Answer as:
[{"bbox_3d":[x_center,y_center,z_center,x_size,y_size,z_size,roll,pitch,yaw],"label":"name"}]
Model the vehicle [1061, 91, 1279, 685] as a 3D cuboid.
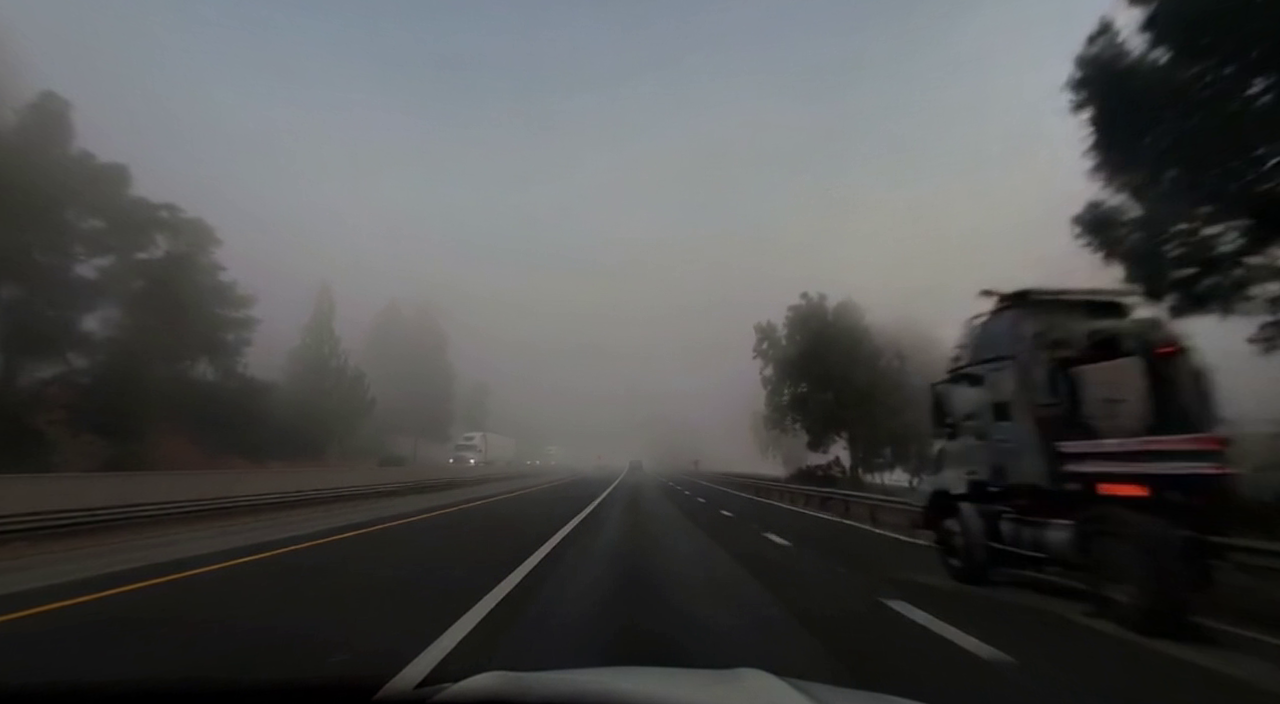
[{"bbox_3d":[5.143,0.289,4.446,1.837,3.859,3.230,0,-10,1],"label":"vehicle"}]
